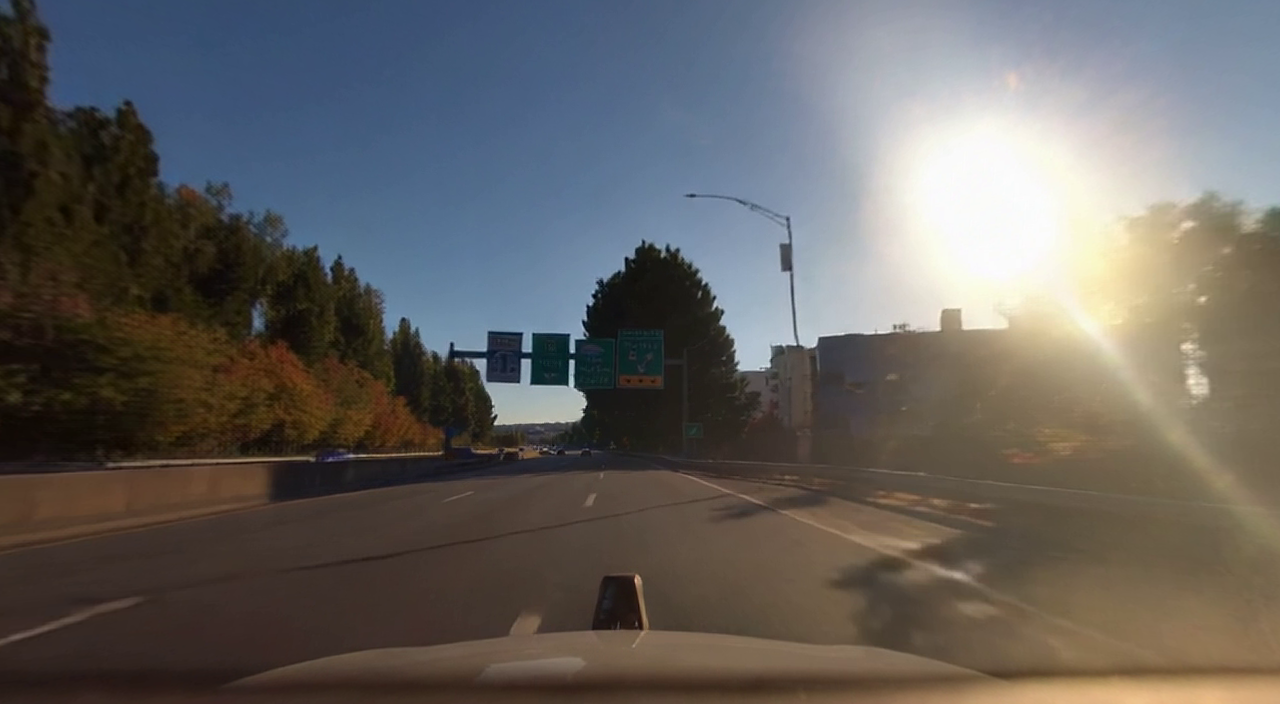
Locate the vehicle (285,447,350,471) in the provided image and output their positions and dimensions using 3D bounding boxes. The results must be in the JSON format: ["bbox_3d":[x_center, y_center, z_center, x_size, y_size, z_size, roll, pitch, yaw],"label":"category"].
[{"bbox_3d":[-20.900,6.953,40.874,1.890,1.476,4.637,0,-9,-1],"label":"vehicle"}]
